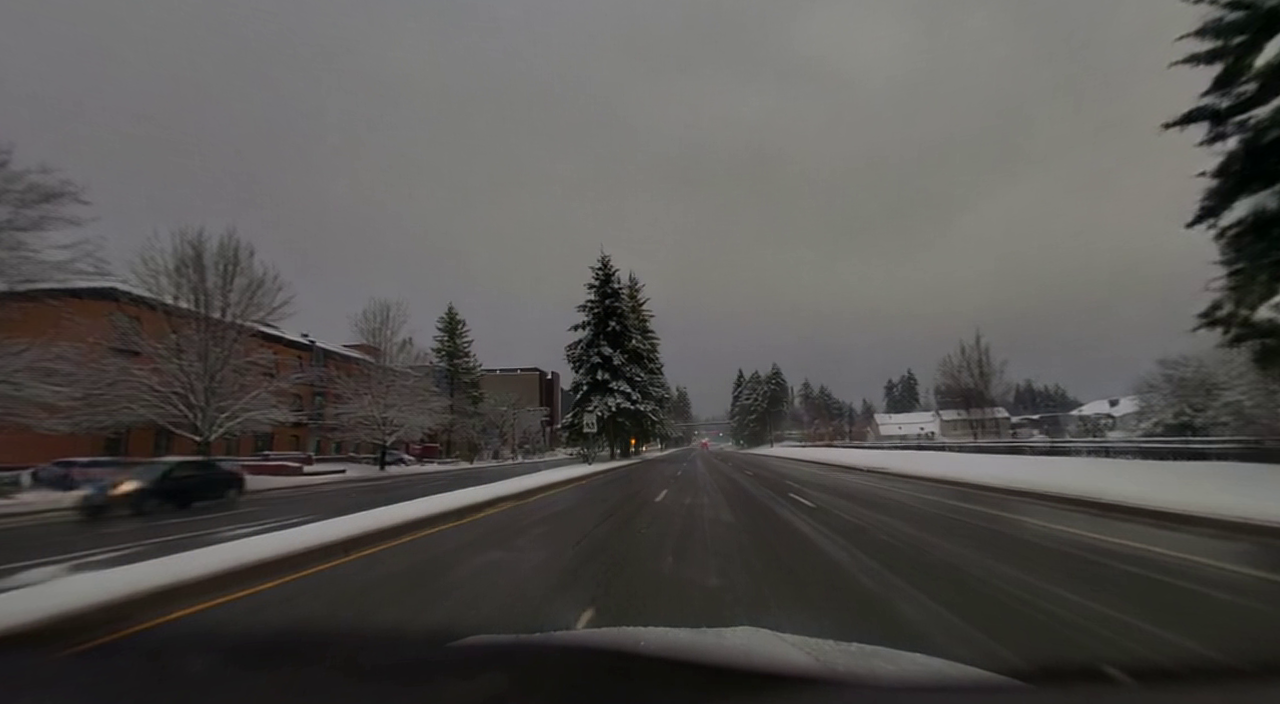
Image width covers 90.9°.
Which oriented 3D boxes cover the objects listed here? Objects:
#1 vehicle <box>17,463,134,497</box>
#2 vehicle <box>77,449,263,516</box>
[{"bbox_3d":[-26.693,6.043,29.871,4.072,1.439,1.663,-1,-8,5],"label":"vehicle"},{"bbox_3d":[-14.163,3.895,19.430,1.915,1.721,4.402,-2,-8,9],"label":"vehicle"}]
